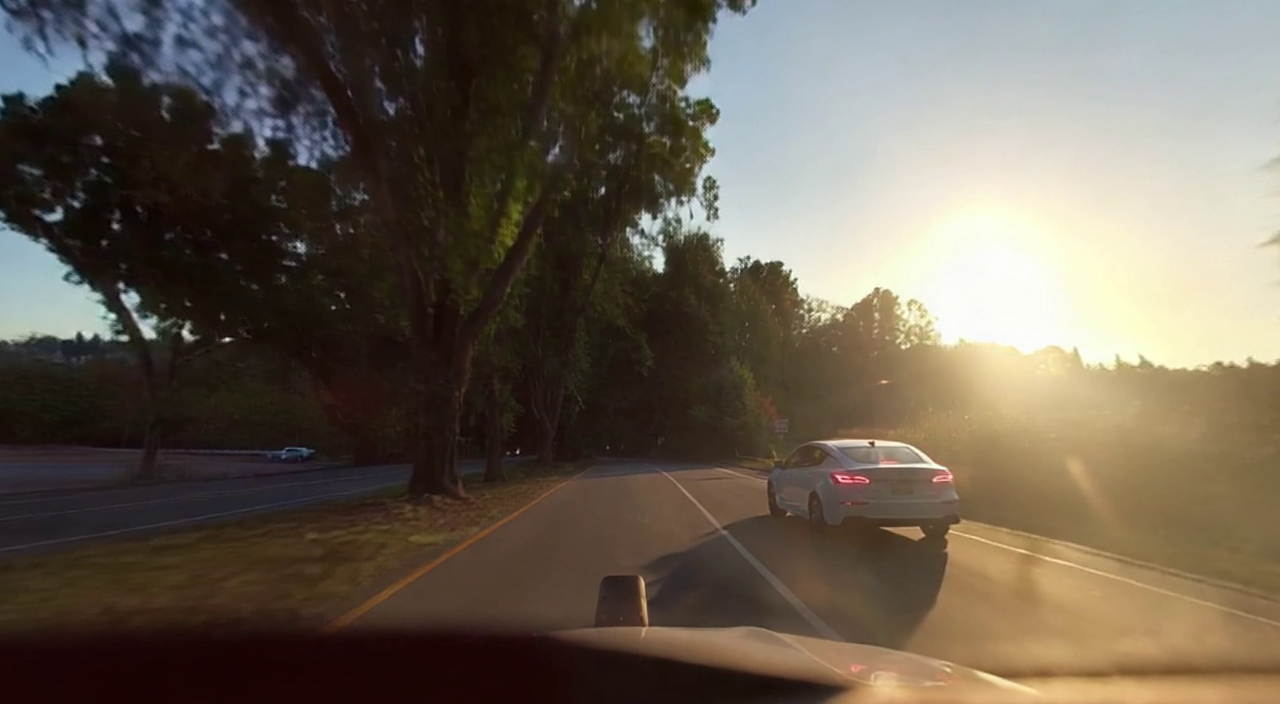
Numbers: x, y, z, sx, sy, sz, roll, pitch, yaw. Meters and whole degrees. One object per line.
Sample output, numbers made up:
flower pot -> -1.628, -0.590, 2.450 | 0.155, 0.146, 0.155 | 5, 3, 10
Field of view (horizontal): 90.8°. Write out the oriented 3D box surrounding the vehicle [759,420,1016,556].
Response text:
vehicle -> 3.373, 1.958, 9.840 | 2.060, 1.584, 4.592 | 0, -9, -1
